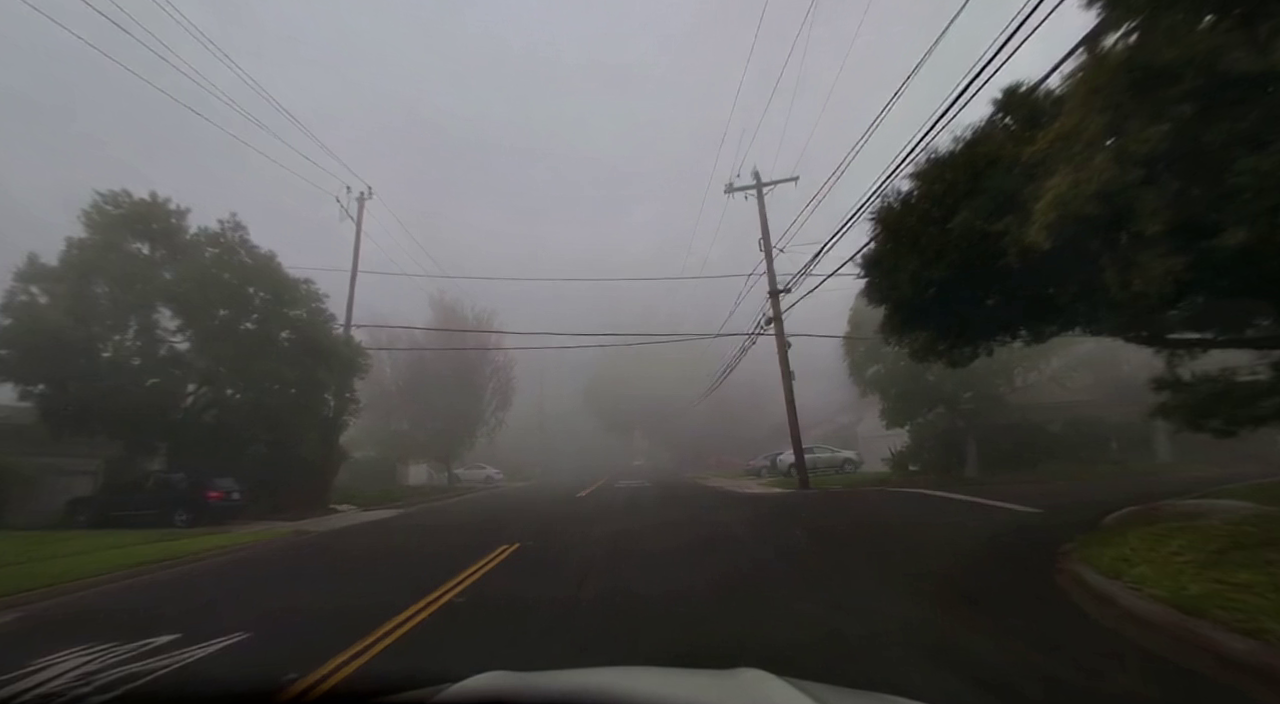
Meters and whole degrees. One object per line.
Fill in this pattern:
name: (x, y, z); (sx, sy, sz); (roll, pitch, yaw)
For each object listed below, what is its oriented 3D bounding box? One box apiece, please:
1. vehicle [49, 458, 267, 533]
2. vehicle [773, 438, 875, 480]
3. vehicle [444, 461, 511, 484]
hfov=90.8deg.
vehicle: (-12.917, 3.833, 17.163); (4.245, 1.821, 1.918); (0, -8, -1)
vehicle: (9.292, 5.422, 32.153); (4.557, 2.012, 1.917); (0, -8, -3)
vehicle: (-11.801, 8.816, 46.034); (4.243, 1.598, 2.003); (0, -11, 2)
